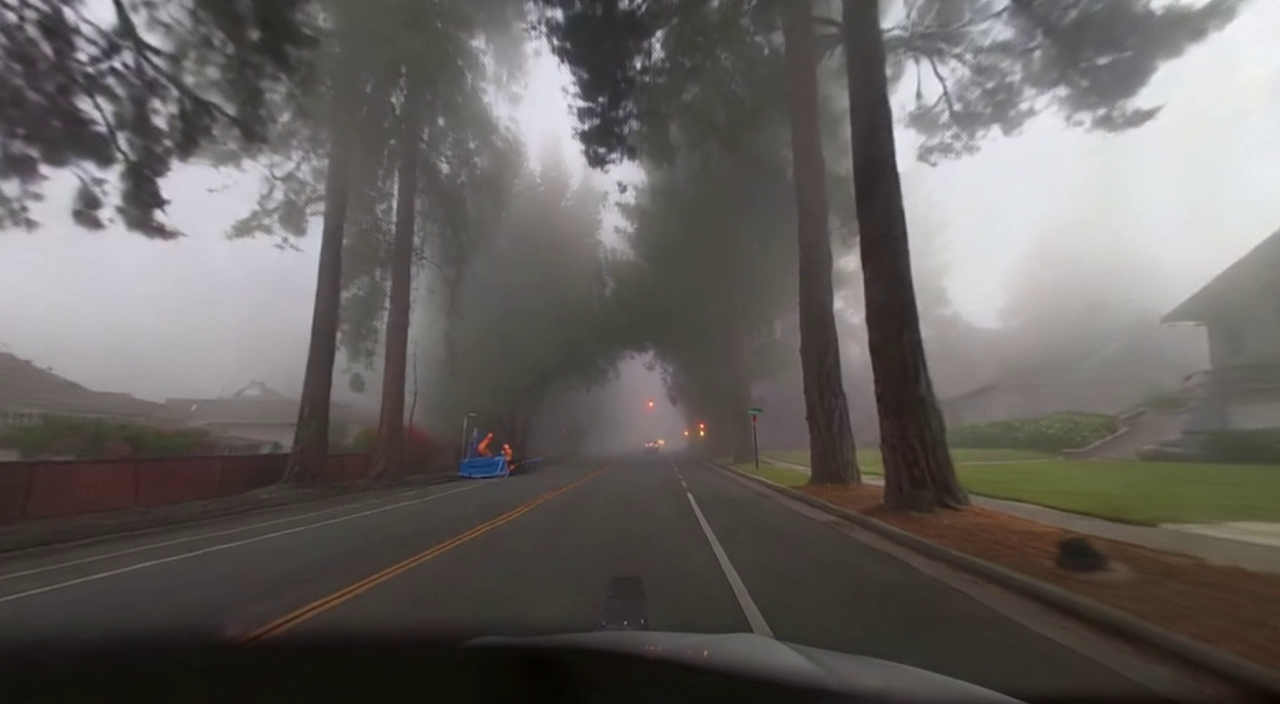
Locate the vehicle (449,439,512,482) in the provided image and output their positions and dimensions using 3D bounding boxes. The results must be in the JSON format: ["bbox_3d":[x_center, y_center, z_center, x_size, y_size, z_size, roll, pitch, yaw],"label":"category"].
[{"bbox_3d":[-8.278,5.639,33.126,1.998,1.814,4.559,-4,-6,1],"label":"vehicle"}]
